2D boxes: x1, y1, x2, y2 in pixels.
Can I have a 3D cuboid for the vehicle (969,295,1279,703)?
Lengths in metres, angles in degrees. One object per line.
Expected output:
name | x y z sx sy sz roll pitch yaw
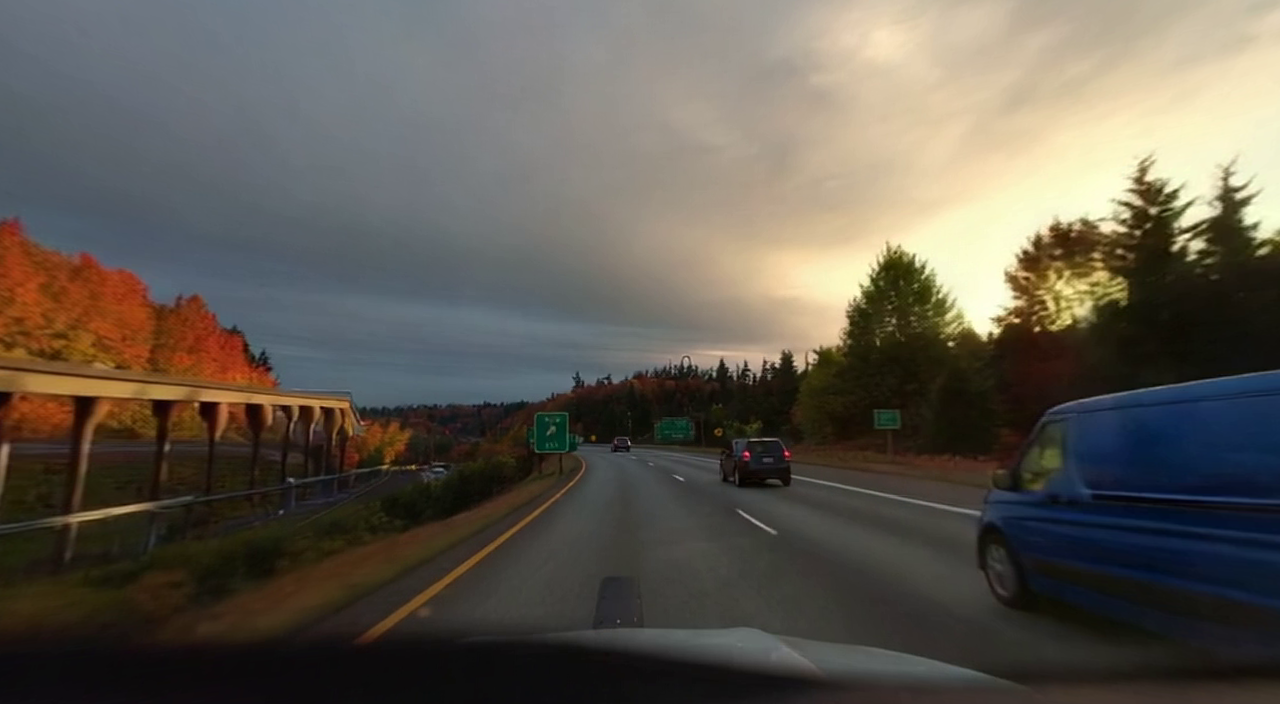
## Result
vehicle | 3.934 0.697 2.670 2.205 1.923 4.956 0 -9 -2

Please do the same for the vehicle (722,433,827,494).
vehicle | 3.732 3.187 18.225 1.952 1.536 4.036 0 -9 -3
